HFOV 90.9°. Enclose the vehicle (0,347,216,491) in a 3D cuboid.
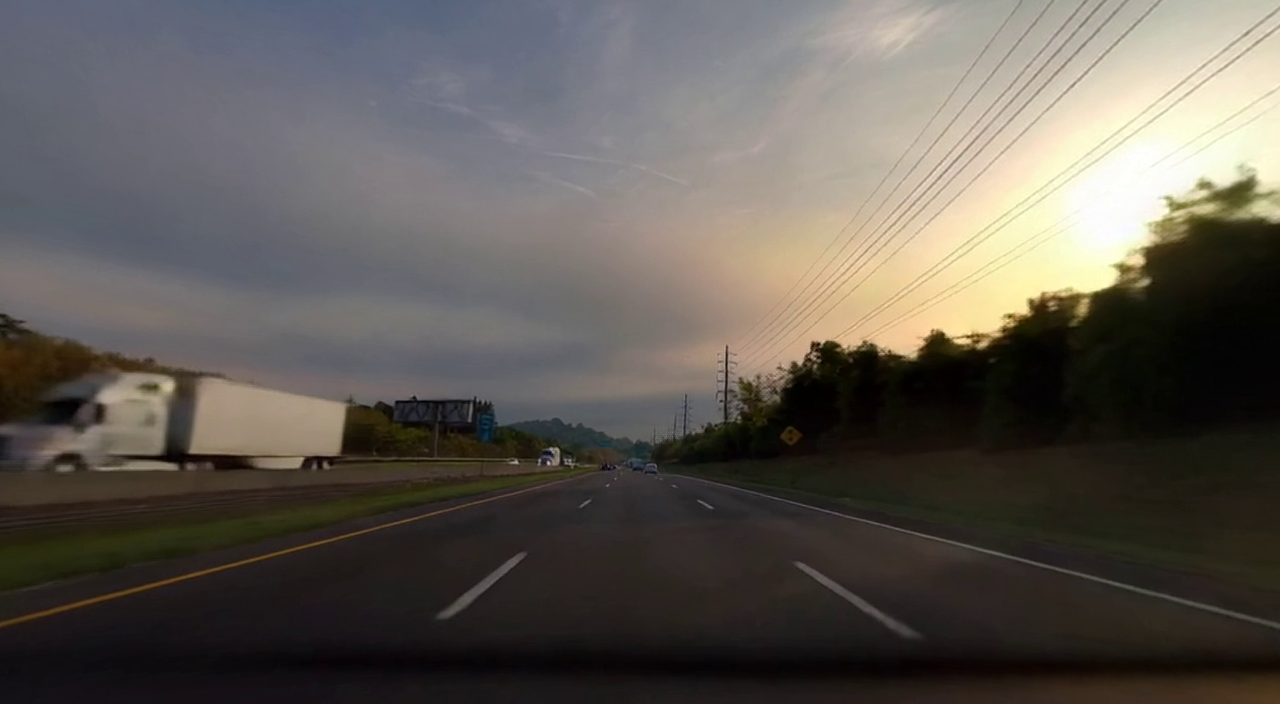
[{"bbox_3d":[-17.130,2.311,20.059,2.964,3.921,5.816,1,-10,-1],"label":"vehicle"}]
